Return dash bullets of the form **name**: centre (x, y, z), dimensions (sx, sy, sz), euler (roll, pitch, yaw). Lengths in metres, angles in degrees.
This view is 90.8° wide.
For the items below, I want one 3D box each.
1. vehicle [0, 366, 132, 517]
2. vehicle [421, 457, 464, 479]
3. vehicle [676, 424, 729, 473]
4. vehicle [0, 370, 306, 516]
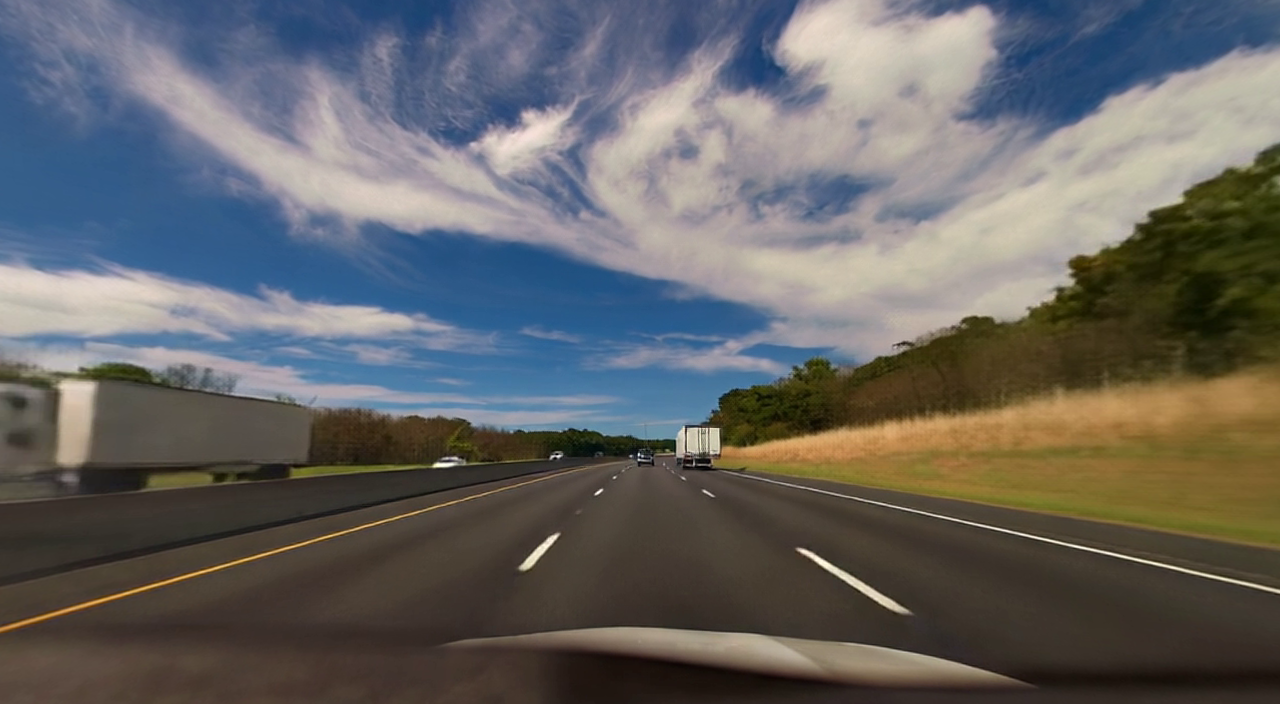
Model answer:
- **vehicle**: centre (-18.739, 2.603, 18.186), dimensions (3.003, 4.022, 5.860), euler (0, -9, 1)
- **vehicle**: centre (-14.021, 8.215, 44.916), dimensions (1.741, 1.435, 3.864), euler (0, -9, 1)
- **vehicle**: centre (4.621, 7.455, 48.667), dimensions (2.960, 3.381, 8.914), euler (0, -9, -1)
- **vehicle**: centre (-18.684, 3.638, 24.942), dimensions (3.069, 4.094, 14.152), euler (0, -9, 1)
